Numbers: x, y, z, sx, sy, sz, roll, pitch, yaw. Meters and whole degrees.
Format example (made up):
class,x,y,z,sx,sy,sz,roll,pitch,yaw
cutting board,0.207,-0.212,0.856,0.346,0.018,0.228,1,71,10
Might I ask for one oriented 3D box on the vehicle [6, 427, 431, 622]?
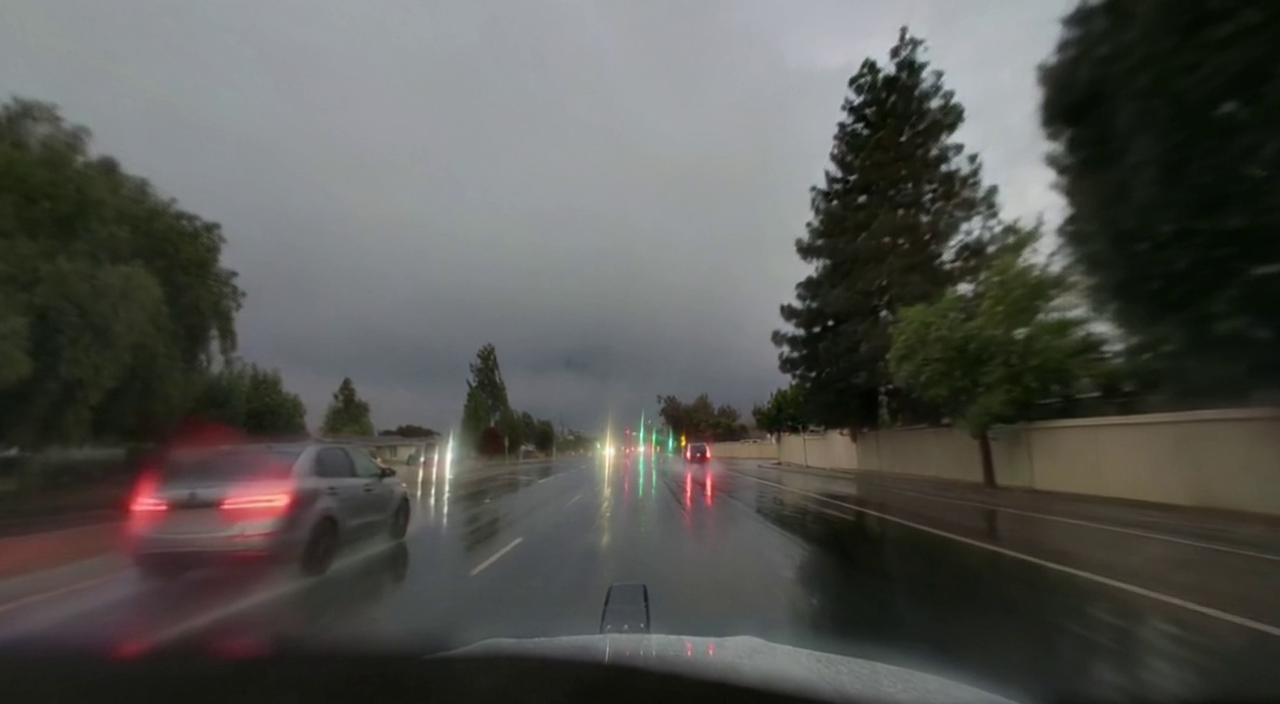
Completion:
class,x,y,z,sx,sy,sz,roll,pitch,yaw
vehicle,-4.089,1.699,7.286,1.966,1.524,4.410,0,-8,-2

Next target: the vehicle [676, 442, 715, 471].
class,x,y,z,sx,sy,sz,roll,pitch,yaw
vehicle,3.578,6.849,41.616,2.114,1.780,4.445,0,-8,-1
